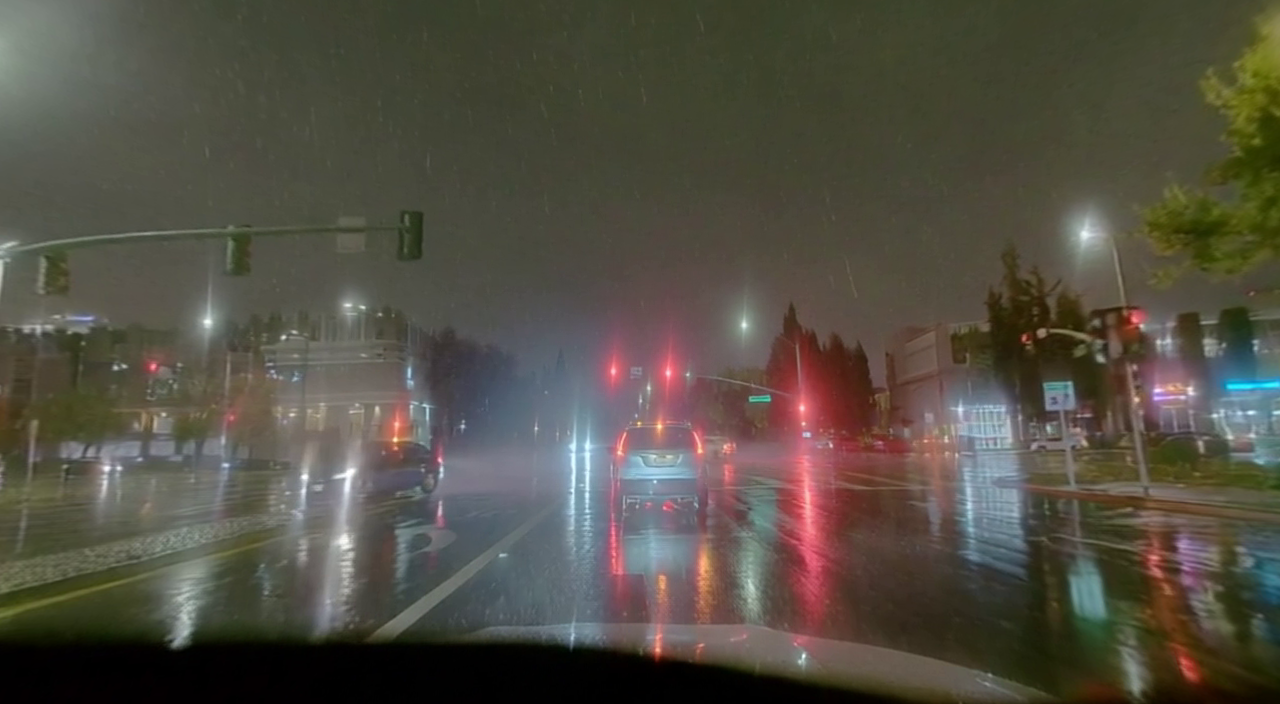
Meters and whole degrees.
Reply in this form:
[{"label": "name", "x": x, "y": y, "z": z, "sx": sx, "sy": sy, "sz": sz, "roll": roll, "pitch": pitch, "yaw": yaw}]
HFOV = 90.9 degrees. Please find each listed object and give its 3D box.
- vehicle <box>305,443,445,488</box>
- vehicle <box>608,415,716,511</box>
[{"label": "vehicle", "x": -9.804, "y": 4.211, "z": 23.820, "sx": 2.013, "sy": 1.486, "sz": 4.705, "roll": -4, "pitch": -9, "yaw": 24}, {"label": "vehicle", "x": 0.420, "y": 2.362, "z": 13.845, "sx": 1.994, "sy": 1.759, "sz": 4.186, "roll": 0, "pitch": -8, "yaw": 0}]
